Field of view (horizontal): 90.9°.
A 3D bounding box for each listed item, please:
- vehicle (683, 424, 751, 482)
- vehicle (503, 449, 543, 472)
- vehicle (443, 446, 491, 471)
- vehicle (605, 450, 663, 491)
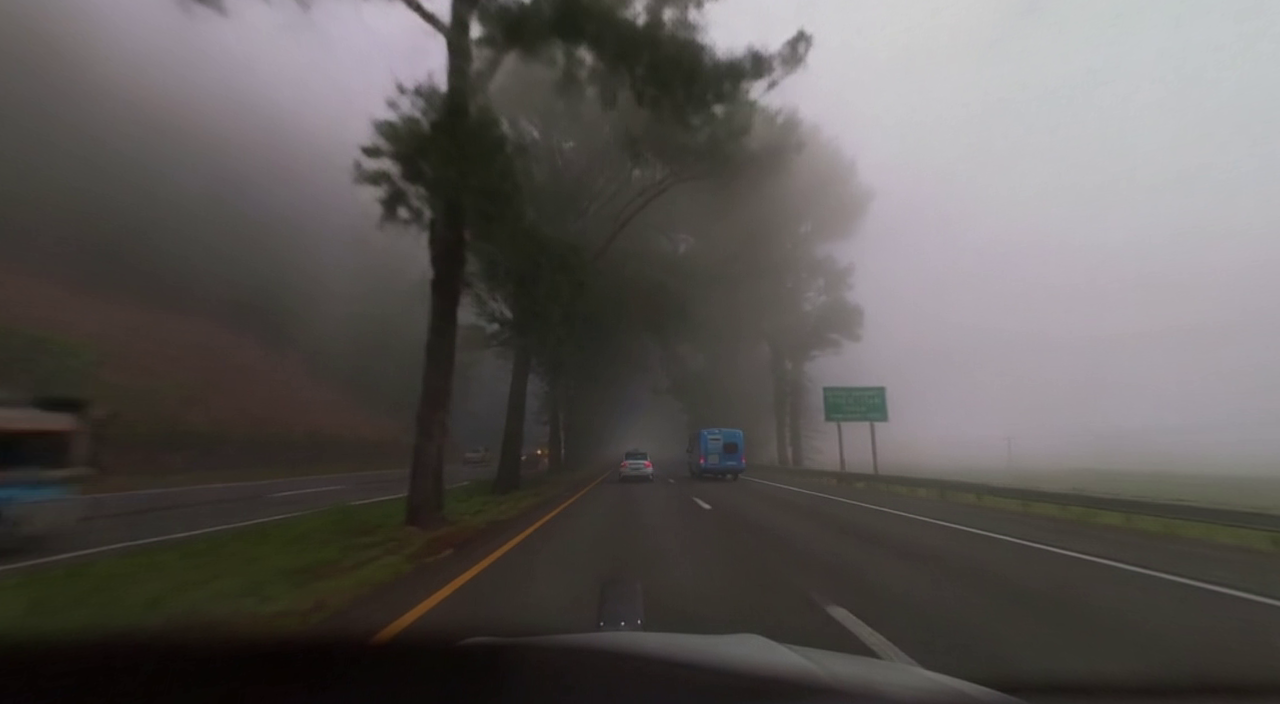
[{"bbox_3d":[3.786,5.148,32.237,2.513,2.633,5.930,0,-9,-2],"label":"vehicle"},{"bbox_3d":[-7.897,7.337,42.921,1.952,1.449,4.276,0,-9,0],"label":"vehicle"},{"bbox_3d":[-11.834,7.308,43.357,2.083,1.616,4.311,0,-9,0],"label":"vehicle"},{"bbox_3d":[-0.223,4.466,24.038,2.037,1.417,3.885,0,-9,-1],"label":"vehicle"}]
